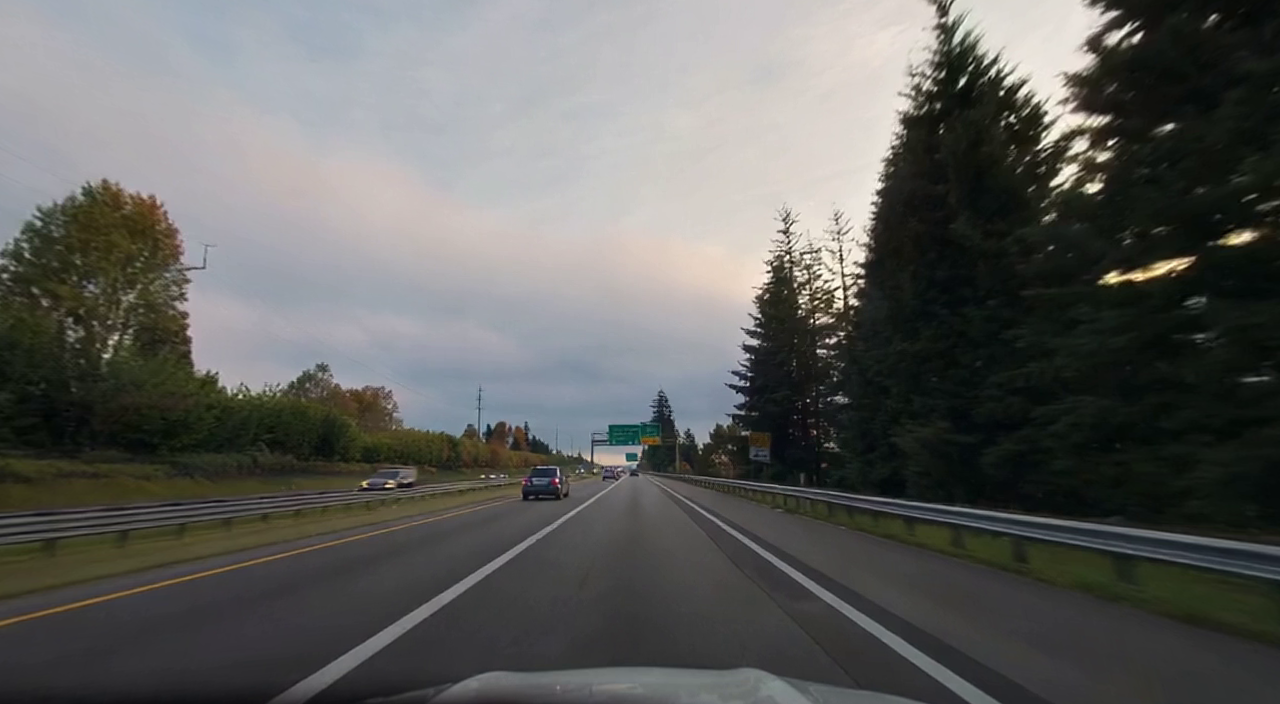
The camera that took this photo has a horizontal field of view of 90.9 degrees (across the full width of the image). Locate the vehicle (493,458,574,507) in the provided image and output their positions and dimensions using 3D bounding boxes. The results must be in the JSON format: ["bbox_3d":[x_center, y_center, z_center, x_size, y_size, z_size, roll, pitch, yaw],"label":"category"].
[{"bbox_3d":[-3.986,5.015,24.449,2.239,1.687,4.598,1,-11,1],"label":"vehicle"}]
